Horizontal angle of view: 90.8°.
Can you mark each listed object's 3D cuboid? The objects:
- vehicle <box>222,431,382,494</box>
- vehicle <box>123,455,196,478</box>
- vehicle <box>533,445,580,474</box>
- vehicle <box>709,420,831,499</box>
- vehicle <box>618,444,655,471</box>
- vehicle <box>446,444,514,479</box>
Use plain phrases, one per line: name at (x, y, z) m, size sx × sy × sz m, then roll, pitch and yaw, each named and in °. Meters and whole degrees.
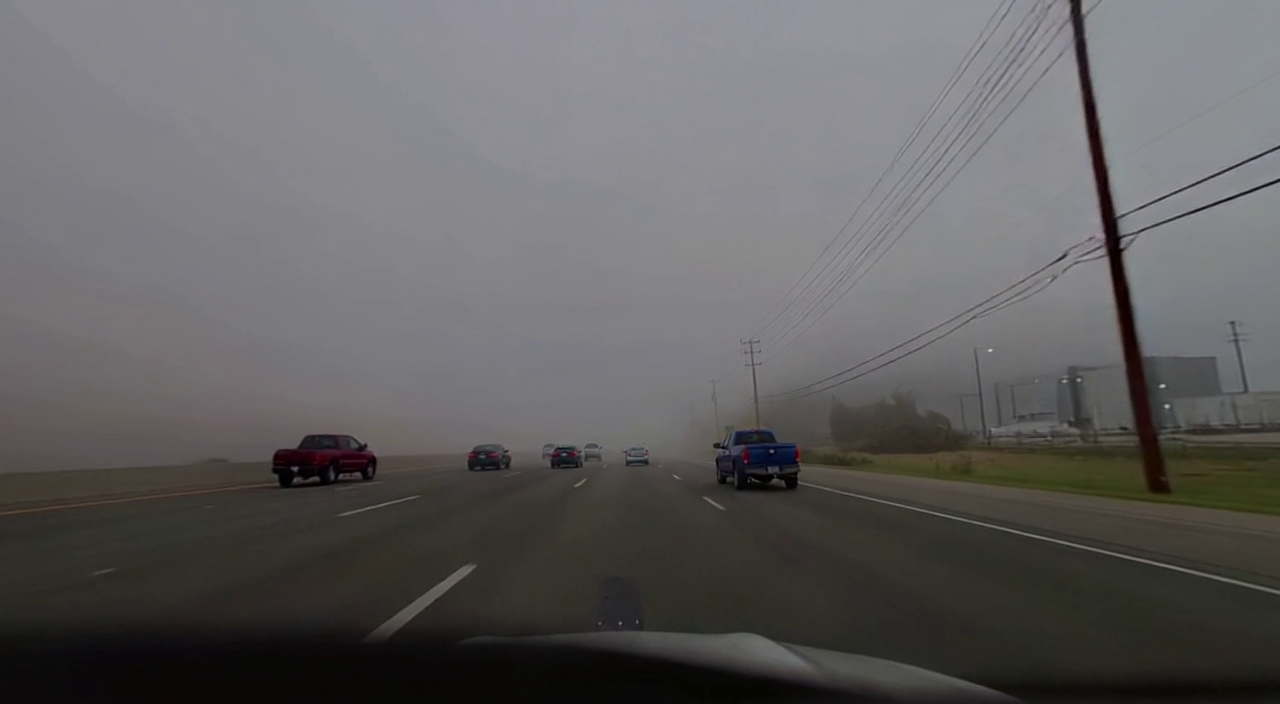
vehicle at (-11.394, 3.784, 22.037) m, size 2.317 × 1.881 × 5.903 m, roll 0°, pitch -8°, yaw 0°
vehicle at (-34.361, 8.186, 45.344) m, size 1.809 × 1.480 × 4.444 m, roll 0°, pitch -9°, yaw 0°
vehicle at (-4.416, 5.749, 33.991) m, size 1.938 × 1.444 × 4.206 m, roll 0°, pitch -8°, yaw 0°
vehicle at (3.468, 3.008, 18.055) m, size 2.231 × 1.919 × 5.086 m, roll 0°, pitch -8°, yaw -2°
vehicle at (-0.232, 6.193, 37.400) m, size 2.030 × 1.471 × 4.115 m, roll 0°, pitch -8°, yaw -1°
vehicle at (-7.417, 5.086, 29.788) m, size 1.959 × 1.496 × 4.740 m, roll 0°, pitch -8°, yaw 0°
